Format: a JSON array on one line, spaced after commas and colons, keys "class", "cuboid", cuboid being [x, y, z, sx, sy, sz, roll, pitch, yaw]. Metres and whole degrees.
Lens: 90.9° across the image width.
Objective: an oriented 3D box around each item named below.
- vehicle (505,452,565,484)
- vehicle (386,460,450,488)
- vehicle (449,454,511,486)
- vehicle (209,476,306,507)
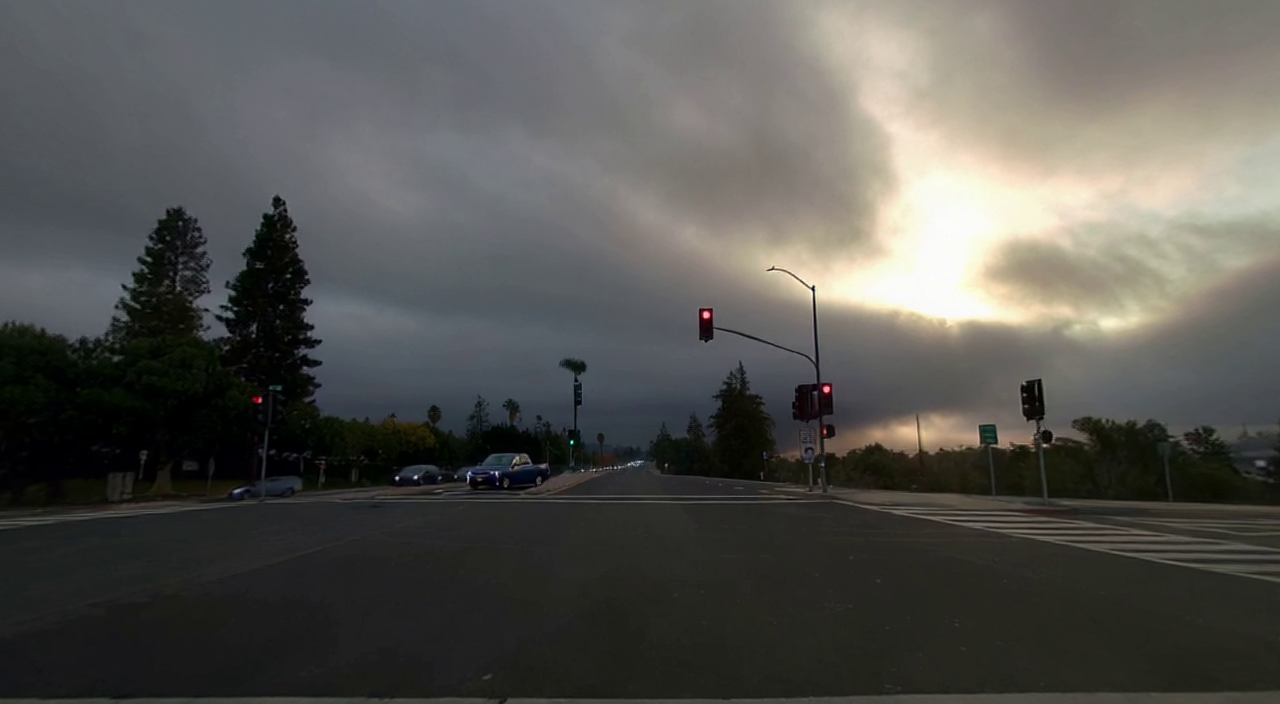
[{"class": "vehicle", "cuboid": [-5.237, 5.850, 32.085, 2.107, 1.456, 4.728, 0, -8, 1]}, {"class": "vehicle", "cuboid": [-15.882, 8.759, 45.406, 2.050, 1.755, 5.135, -2, -9, 9]}, {"class": "vehicle", "cuboid": [-8.043, 5.975, 32.088, 1.960, 1.433, 4.213, 0, -8, 1]}, {"class": "vehicle", "cuboid": [-22.650, 8.219, 37.427, 4.491, 1.500, 2.029, 8, -12, -43]}]
